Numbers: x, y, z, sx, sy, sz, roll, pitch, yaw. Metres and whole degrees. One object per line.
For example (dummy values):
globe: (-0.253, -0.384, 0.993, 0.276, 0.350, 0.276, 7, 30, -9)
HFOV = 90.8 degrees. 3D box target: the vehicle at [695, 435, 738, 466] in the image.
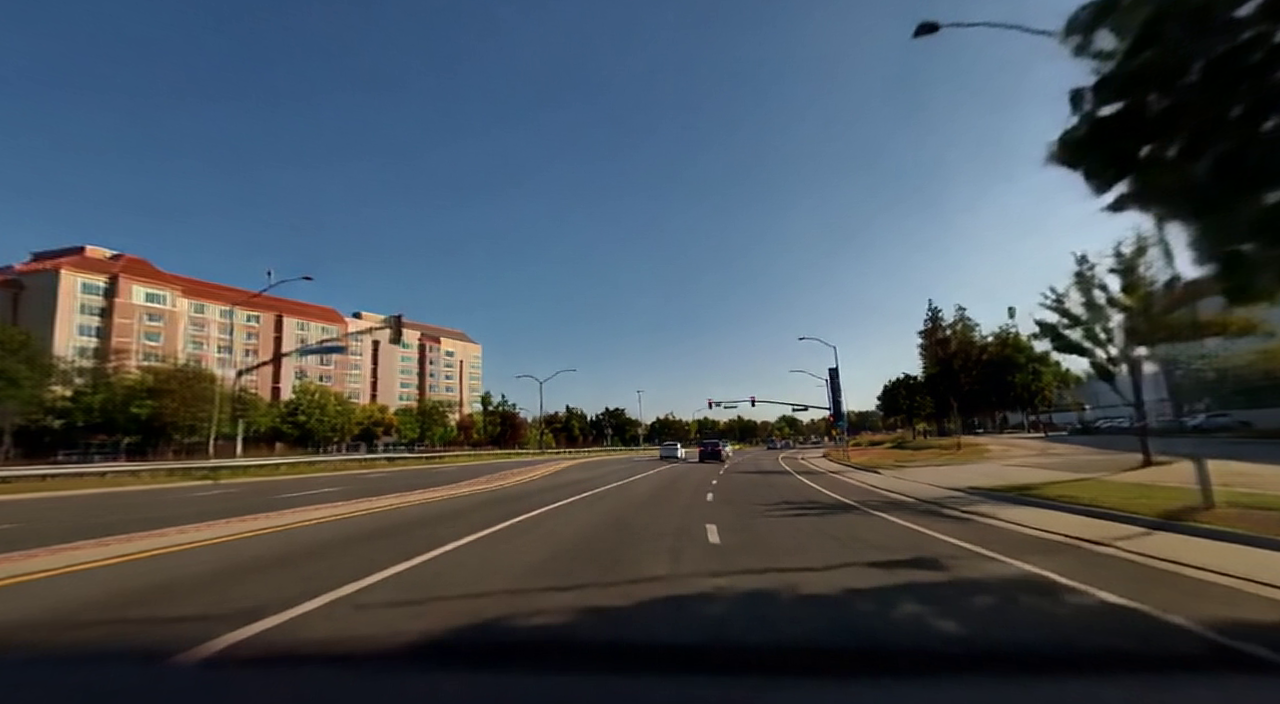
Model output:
vehicle: (5.096, 6.462, 41.477, 2.356, 1.931, 4.840, -2, -9, 11)

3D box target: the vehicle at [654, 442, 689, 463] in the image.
vehicle: (2.456, 7.650, 48.262, 1.952, 1.472, 4.312, -2, -9, 12)
